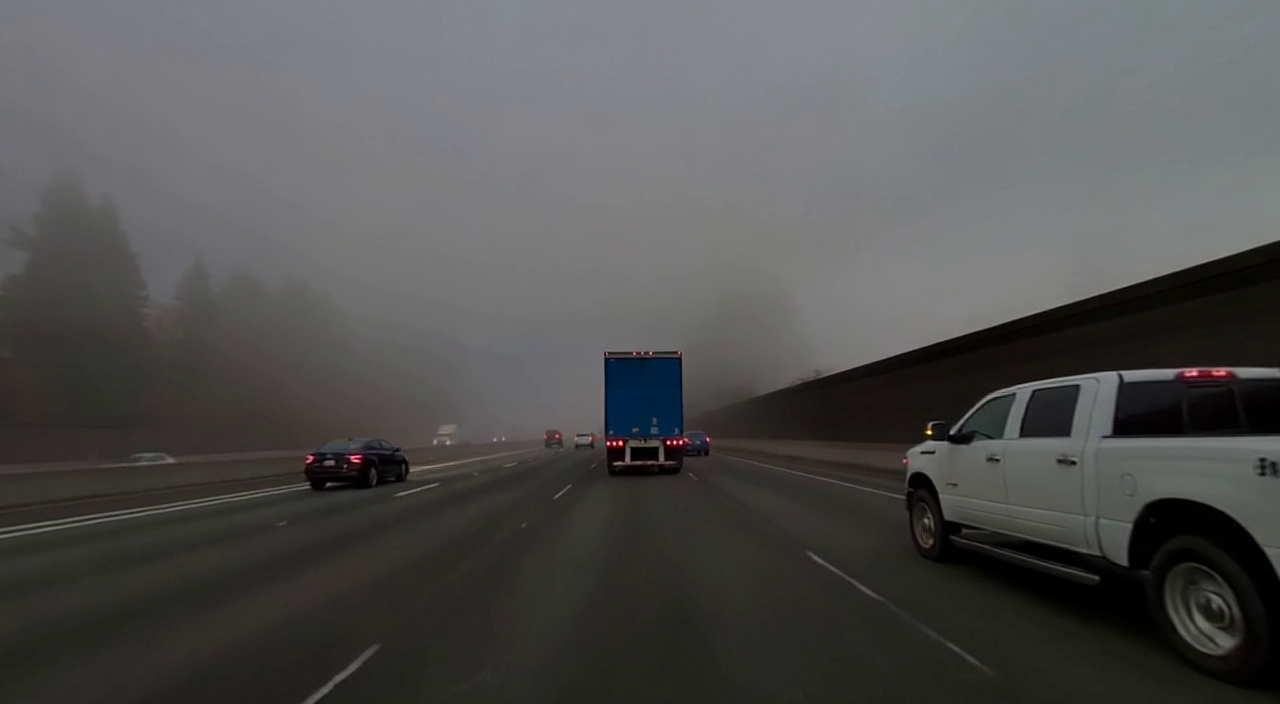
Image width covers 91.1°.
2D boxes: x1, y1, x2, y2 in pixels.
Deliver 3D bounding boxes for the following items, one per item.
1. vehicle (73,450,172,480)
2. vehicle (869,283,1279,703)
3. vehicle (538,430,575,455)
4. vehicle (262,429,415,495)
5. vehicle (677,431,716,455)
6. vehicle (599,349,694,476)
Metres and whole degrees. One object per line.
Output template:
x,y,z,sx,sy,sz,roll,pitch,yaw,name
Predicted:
-30.705,6.684,37.518,1.840,1.591,4.869,0,-8,-1,vehicle
3.588,0.873,4.229,2.118,1.832,4.901,0,-8,-1,vehicle
-5.715,6.258,43.633,2.134,1.650,4.133,0,-8,-2,vehicle
-7.702,2.810,16.571,2.059,1.500,4.001,0,-8,-1,vehicle
3.761,6.089,42.404,2.044,1.508,4.716,0,-8,-2,vehicle
-0.074,2.558,24.675,2.904,3.915,10.473,0,-8,-3,vehicle
